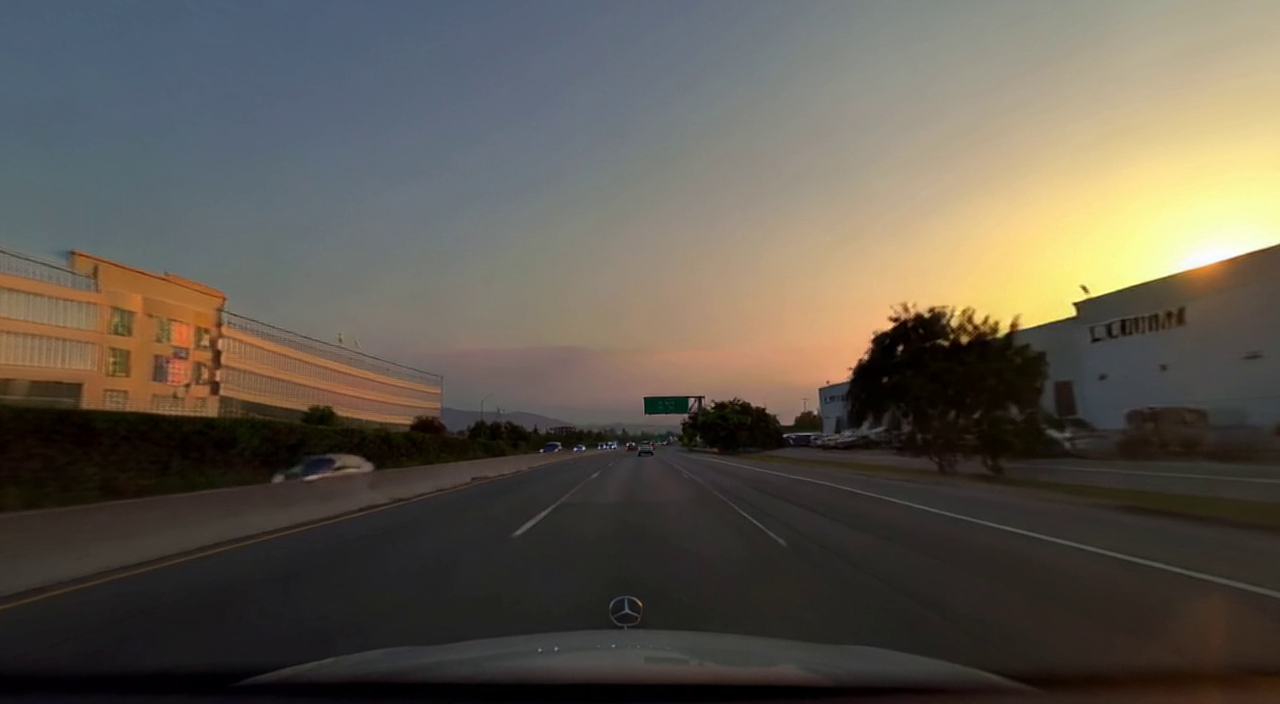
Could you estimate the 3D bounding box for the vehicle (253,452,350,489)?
[{"bbox_3d":[-14.877,5.198,28.054,1.827,1.441,4.388,0,-8,1],"label":"vehicle"}]
